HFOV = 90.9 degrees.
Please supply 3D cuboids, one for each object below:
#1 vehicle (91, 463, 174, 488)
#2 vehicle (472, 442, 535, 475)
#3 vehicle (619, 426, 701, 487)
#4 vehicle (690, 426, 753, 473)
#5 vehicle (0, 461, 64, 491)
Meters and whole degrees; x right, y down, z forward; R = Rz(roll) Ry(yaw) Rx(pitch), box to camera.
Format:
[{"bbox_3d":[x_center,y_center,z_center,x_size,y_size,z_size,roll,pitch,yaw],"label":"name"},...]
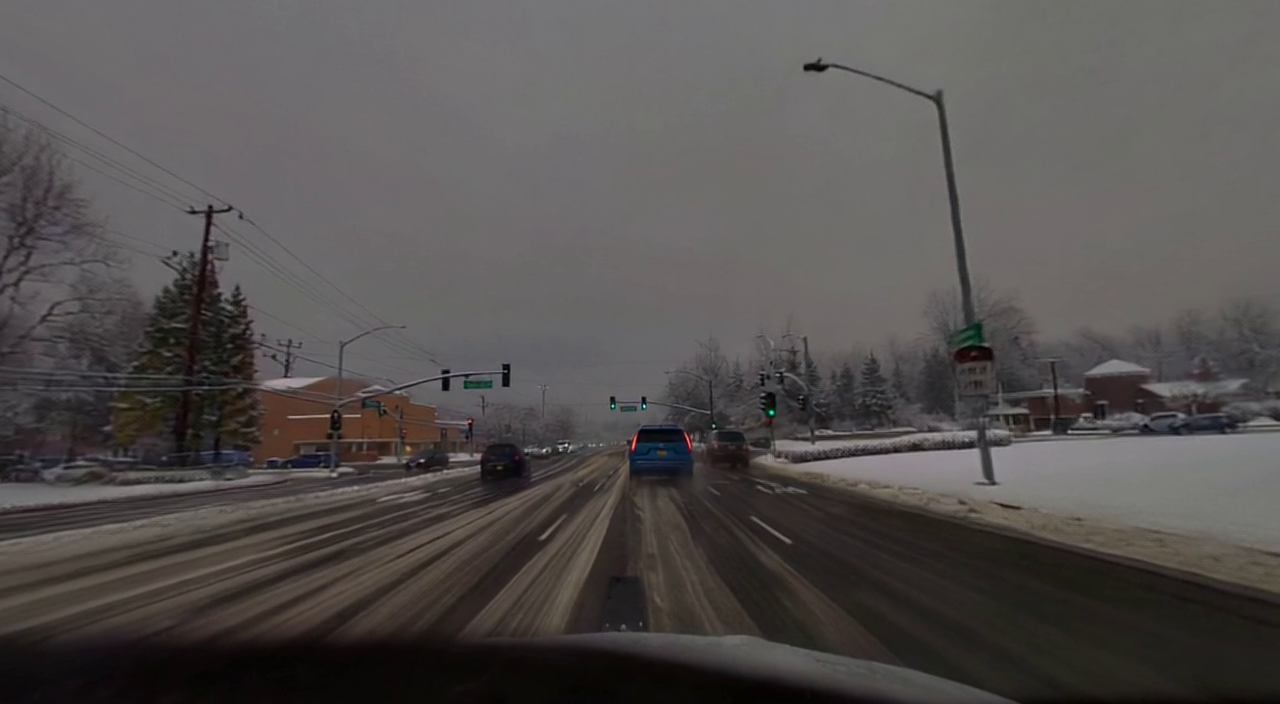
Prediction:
[{"bbox_3d":[-34.041,8.287,42.491,1.819,1.433,4.403,-1,-8,2],"label":"vehicle"},{"bbox_3d":[-6.442,5.095,30.374,1.966,1.461,4.422,0,-8,1],"label":"vehicle"},{"bbox_3d":[0.608,3.581,21.977,2.513,1.854,5.235,0,-8,0],"label":"vehicle"},{"bbox_3d":[3.978,4.914,31.988,2.452,2.148,5.877,0,-8,0],"label":"vehicle"},{"bbox_3d":[-42.165,8.238,41.966,2.140,1.827,5.805,0,-8,1],"label":"vehicle"}]
